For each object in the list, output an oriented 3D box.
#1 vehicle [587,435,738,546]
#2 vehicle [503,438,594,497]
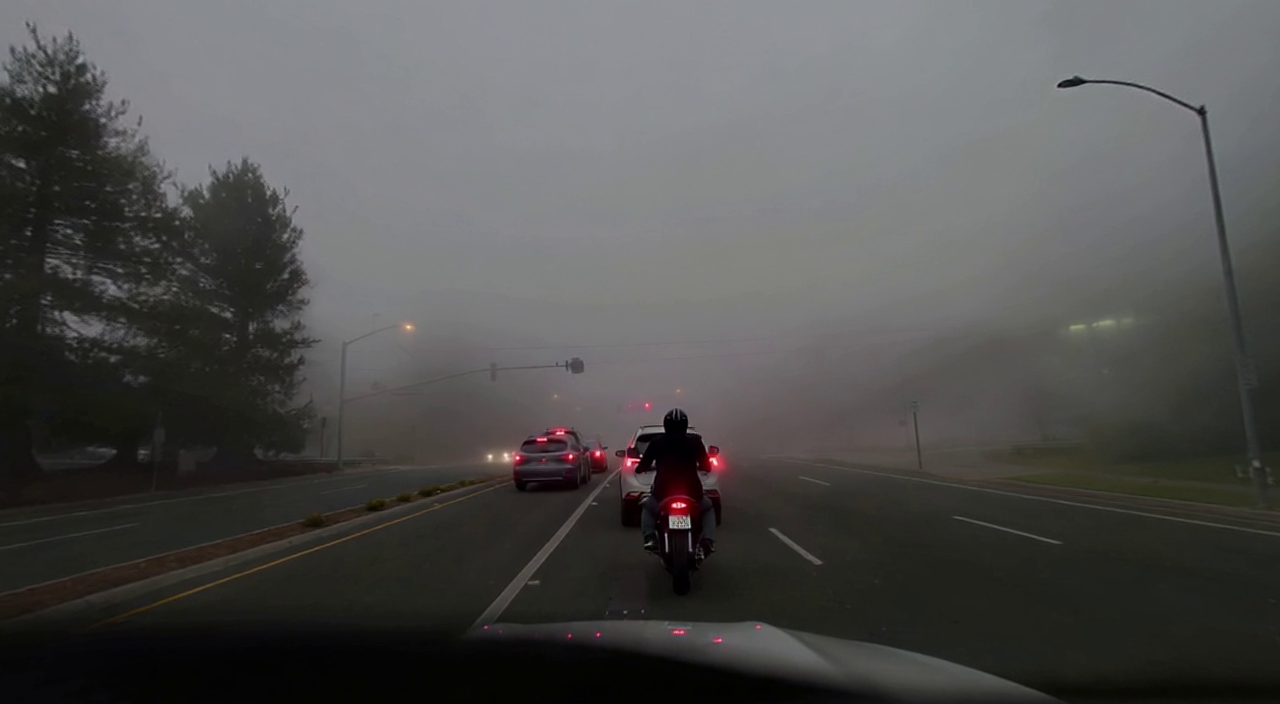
[{"bbox_3d":[0.330,2.184,10.754,2.009,1.450,4.608,-1,-8,1],"label":"vehicle"},{"bbox_3d":[-2.544,3.297,18.444,1.979,1.499,3.840,-1,-8,2],"label":"vehicle"}]
